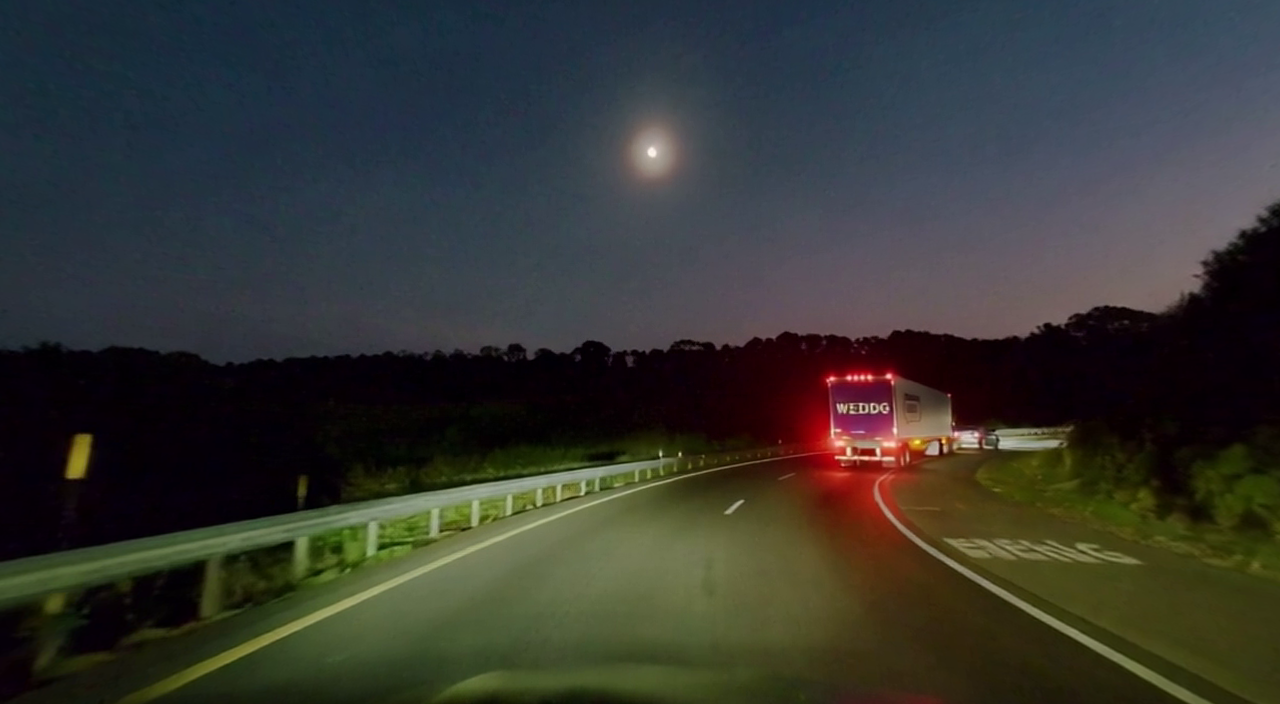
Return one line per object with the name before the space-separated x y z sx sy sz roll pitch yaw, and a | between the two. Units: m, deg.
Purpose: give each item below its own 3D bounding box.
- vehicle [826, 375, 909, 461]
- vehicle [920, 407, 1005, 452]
vehicle | 10.740 3.150 29.586 2.963 3.771 3.137 -5 -9 30
vehicle | 19.767 4.727 38.327 6.650 2.524 2.120 6 -10 -41
